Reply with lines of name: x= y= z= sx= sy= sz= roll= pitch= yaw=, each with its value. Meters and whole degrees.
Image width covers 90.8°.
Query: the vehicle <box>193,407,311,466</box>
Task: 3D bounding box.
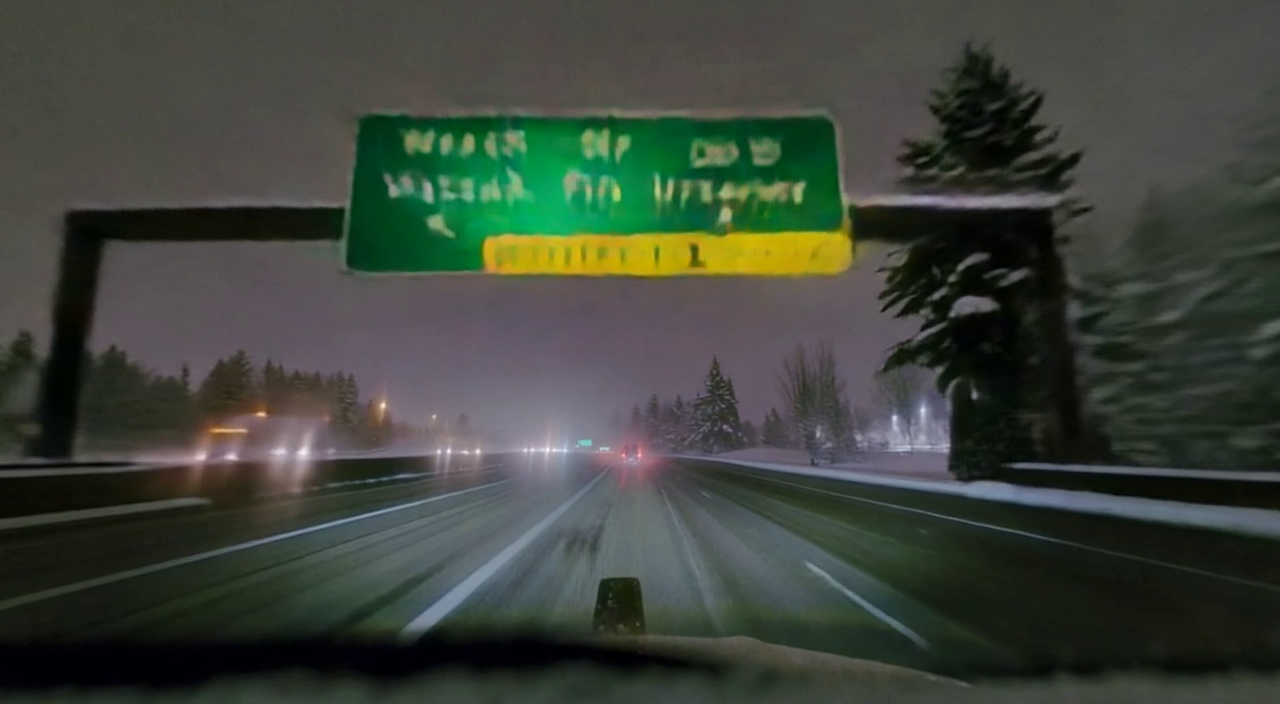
vehicle: x=-24.886 y=5.555 z=41.065 sx=2.606 sy=3.427 sz=7.794 roll=0 pitch=-9 yaw=0

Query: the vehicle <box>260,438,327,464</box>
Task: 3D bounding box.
vehicle: x=-20.904 y=5.993 z=38.241 sx=1.798 sy=1.472 sz=4.018 roll=0 pitch=-9 yaw=0
